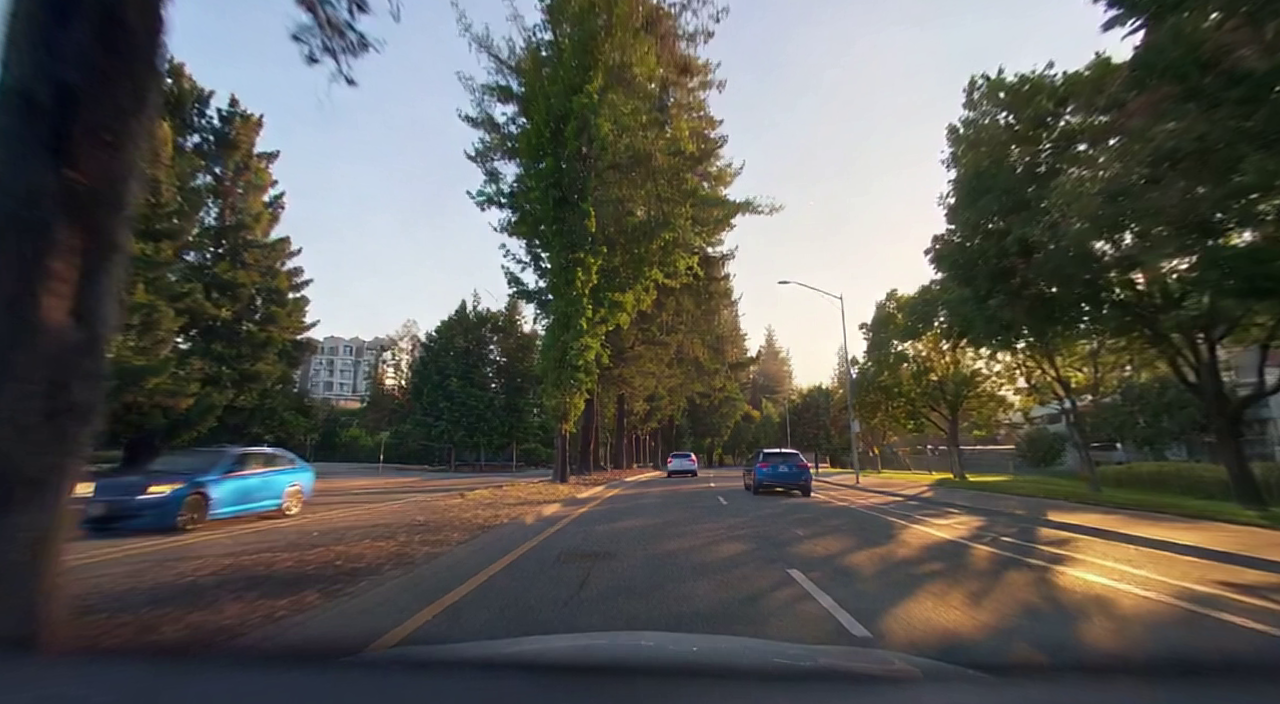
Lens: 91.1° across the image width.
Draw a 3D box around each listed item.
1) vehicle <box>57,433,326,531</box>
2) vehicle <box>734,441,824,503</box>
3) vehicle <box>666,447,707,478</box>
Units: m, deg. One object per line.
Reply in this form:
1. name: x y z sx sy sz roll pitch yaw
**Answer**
1. vehicle: -8.709 2.524 12.883 2.064 1.628 4.524 0 -8 2
2. vehicle: 4.136 3.607 19.402 1.971 1.663 4.287 0 -9 3
3. vehicle: 3.028 7.007 40.137 2.251 1.822 4.391 -1 -9 9
